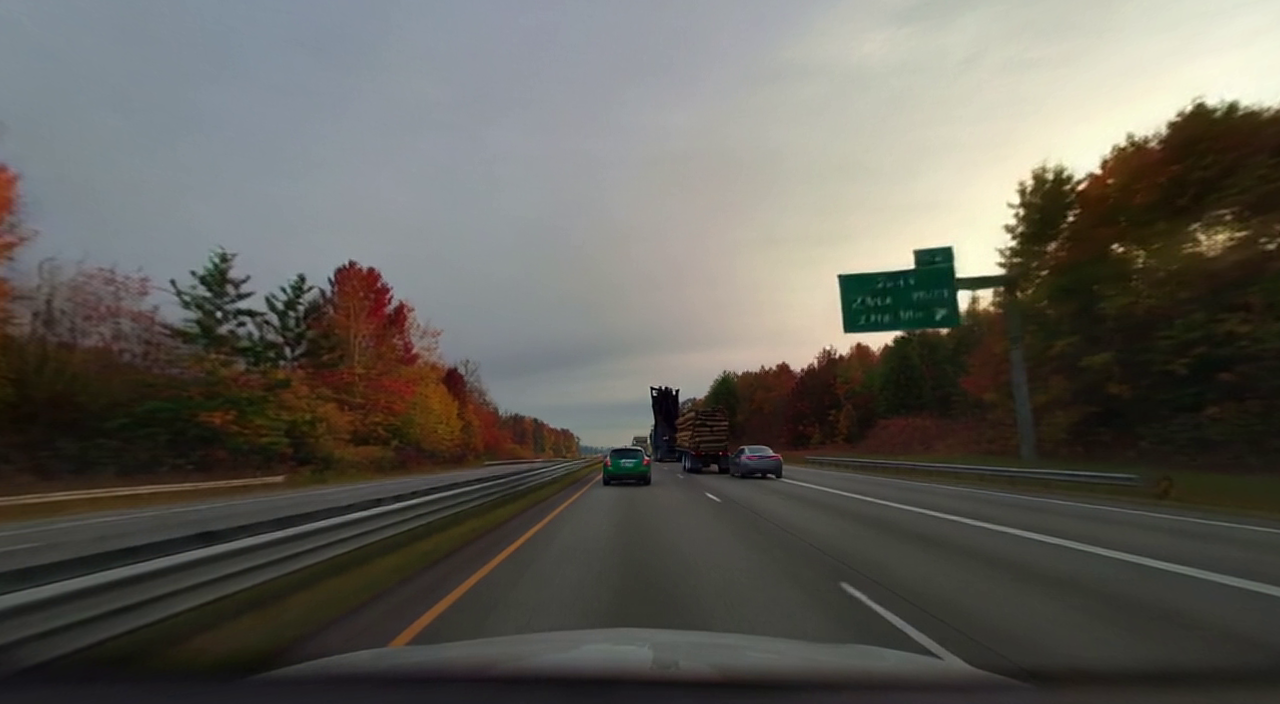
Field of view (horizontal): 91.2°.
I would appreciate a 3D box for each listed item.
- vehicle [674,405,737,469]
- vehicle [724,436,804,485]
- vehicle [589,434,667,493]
[{"bbox_3d":[4.284,5.894,42.972,3.125,3.895,8.461,0,-9,-2],"label":"vehicle"},{"bbox_3d":[4.675,4.162,24.305,2.057,1.660,4.525,0,-9,-1],"label":"vehicle"},{"bbox_3d":[-0.394,3.553,20.299,2.263,1.699,3.936,0,-9,-1],"label":"vehicle"}]
